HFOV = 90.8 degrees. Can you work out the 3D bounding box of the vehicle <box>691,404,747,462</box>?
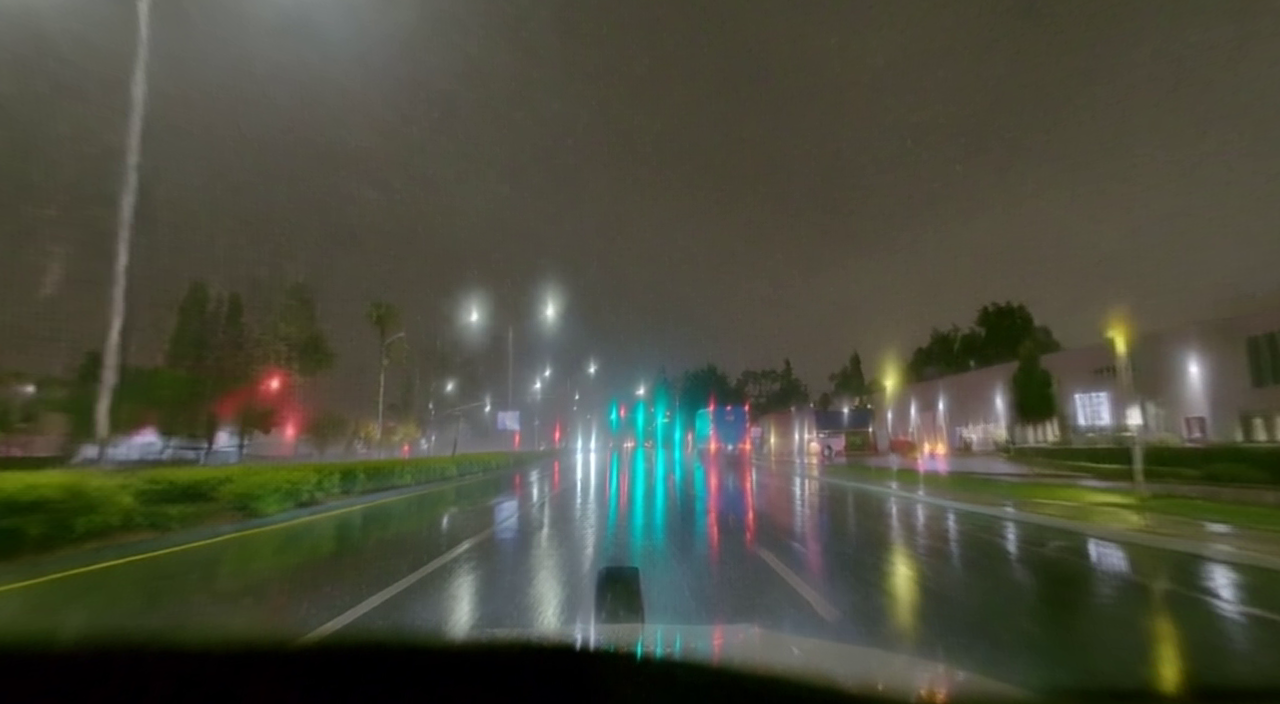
[{"bbox_3d":[5.999,6.441,49.383,2.981,4.106,8.794,0,-9,-2],"label":"vehicle"}]
